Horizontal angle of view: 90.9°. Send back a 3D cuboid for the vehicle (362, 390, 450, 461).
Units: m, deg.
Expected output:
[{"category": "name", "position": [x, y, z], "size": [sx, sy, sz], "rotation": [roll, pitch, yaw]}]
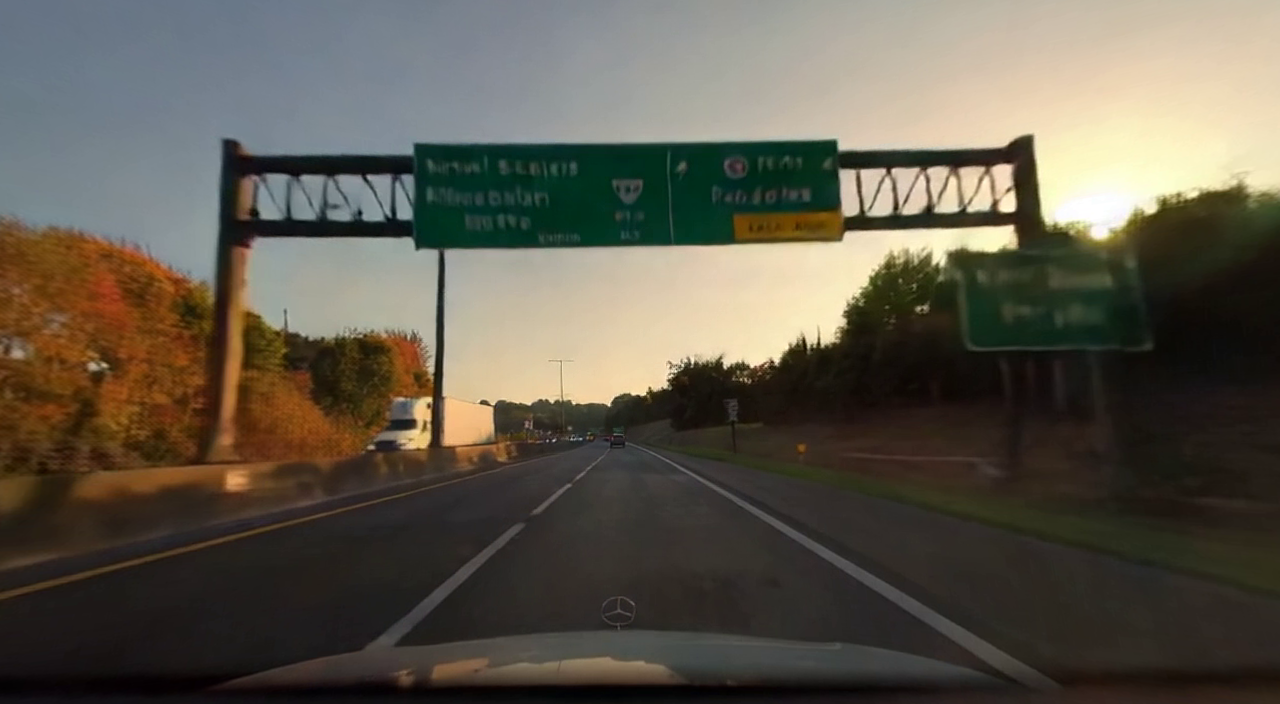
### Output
[{"category": "vehicle", "position": [-13.631, 4.397, 37.260], "size": [2.967, 3.842, 5.829], "rotation": [0, -8, -1]}]
